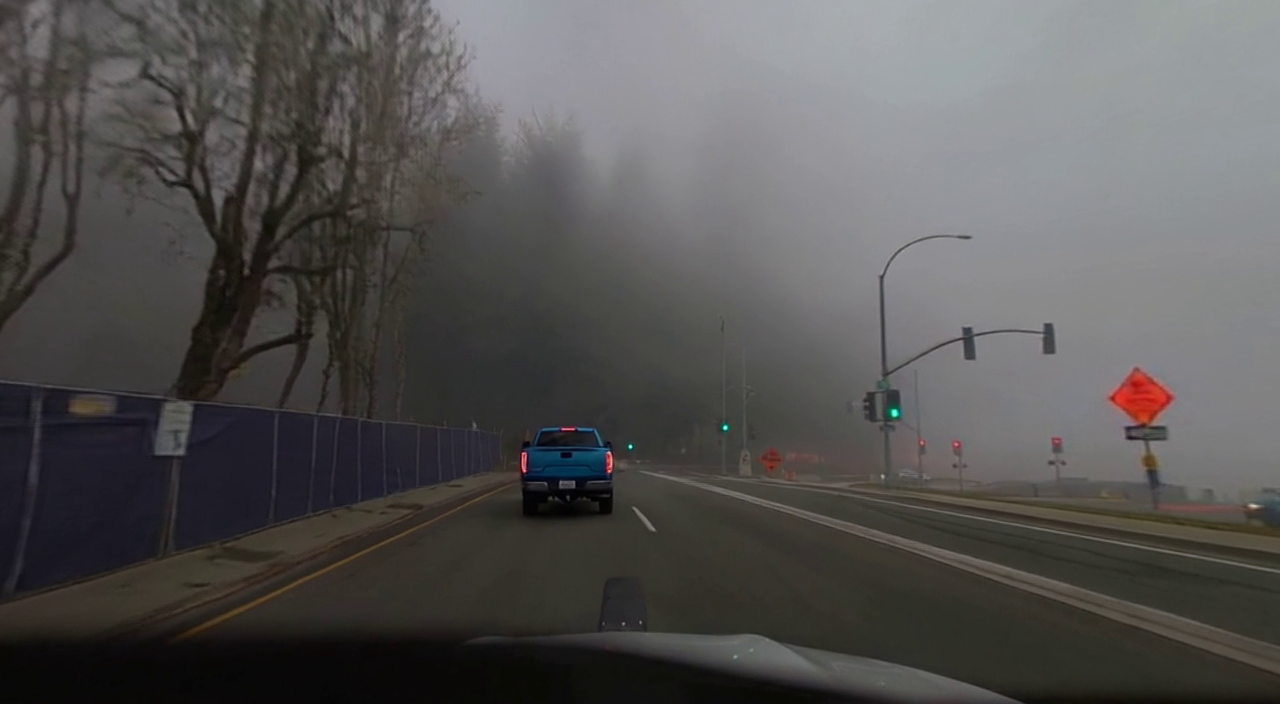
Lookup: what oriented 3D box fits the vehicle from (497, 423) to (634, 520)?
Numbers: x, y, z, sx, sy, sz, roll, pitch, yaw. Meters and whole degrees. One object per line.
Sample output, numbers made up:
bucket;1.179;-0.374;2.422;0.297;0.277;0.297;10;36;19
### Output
vehicle;-1.396;2.521;13.939;2.436;1.698;5.322;0;-8;-2
